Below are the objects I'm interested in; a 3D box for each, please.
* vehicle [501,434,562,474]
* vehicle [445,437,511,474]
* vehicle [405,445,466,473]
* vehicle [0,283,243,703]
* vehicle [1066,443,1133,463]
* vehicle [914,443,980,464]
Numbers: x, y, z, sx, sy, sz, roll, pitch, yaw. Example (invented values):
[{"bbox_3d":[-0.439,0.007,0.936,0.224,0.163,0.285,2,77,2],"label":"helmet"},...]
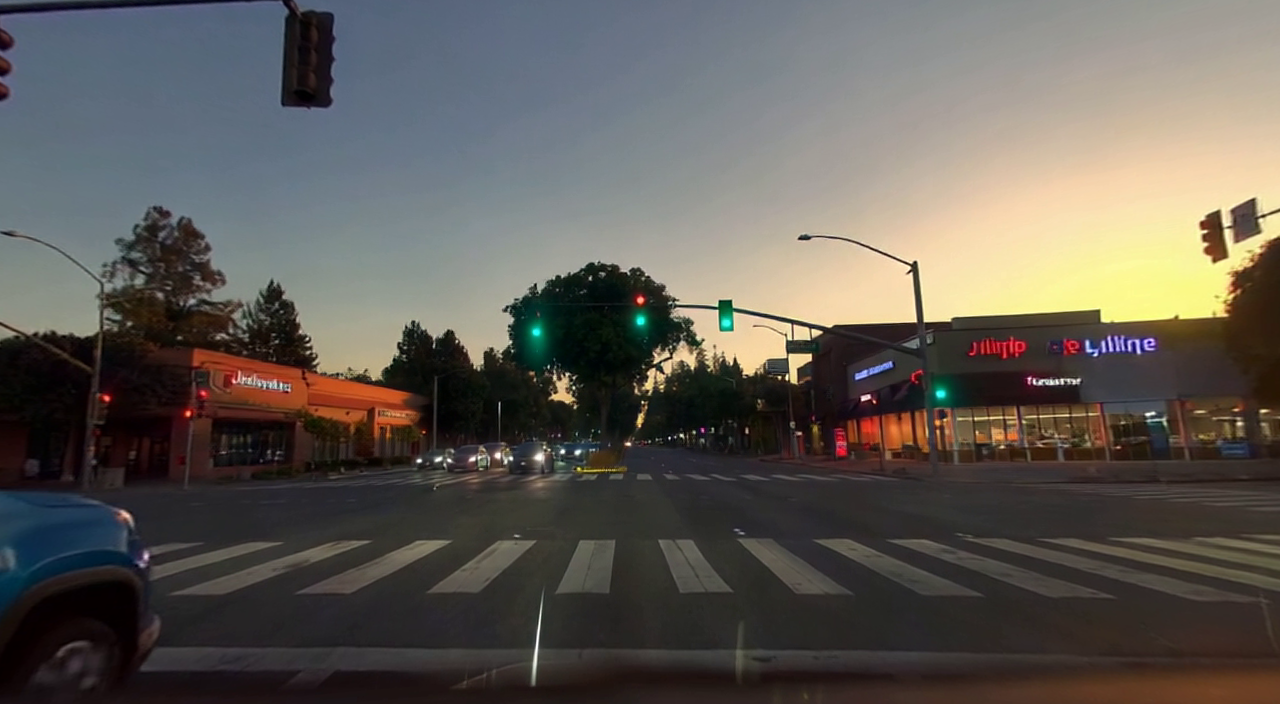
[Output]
[{"bbox_3d":[-5.233,5.025,31.245,2.384,1.787,5.038,0,-8,-3],"label":"vehicle"},{"bbox_3d":[-8.413,5.395,33.254,2.273,1.791,4.809,0,-8,-1],"label":"vehicle"},{"bbox_3d":[-11.319,5.925,35.232,2.003,1.476,4.082,0,-8,1],"label":"vehicle"},{"bbox_3d":[-3.348,0.530,0.955,2.313,1.883,5.016,0,-9,-2],"label":"vehicle"},{"bbox_3d":[34.551,7.600,47.585,3.740,1.433,1.646,0,-8,-1],"label":"vehicle"},{"bbox_3d":[23.907,7.909,49.298,4.135,1.417,1.851,-2,-9,2],"label":"vehicle"}]
